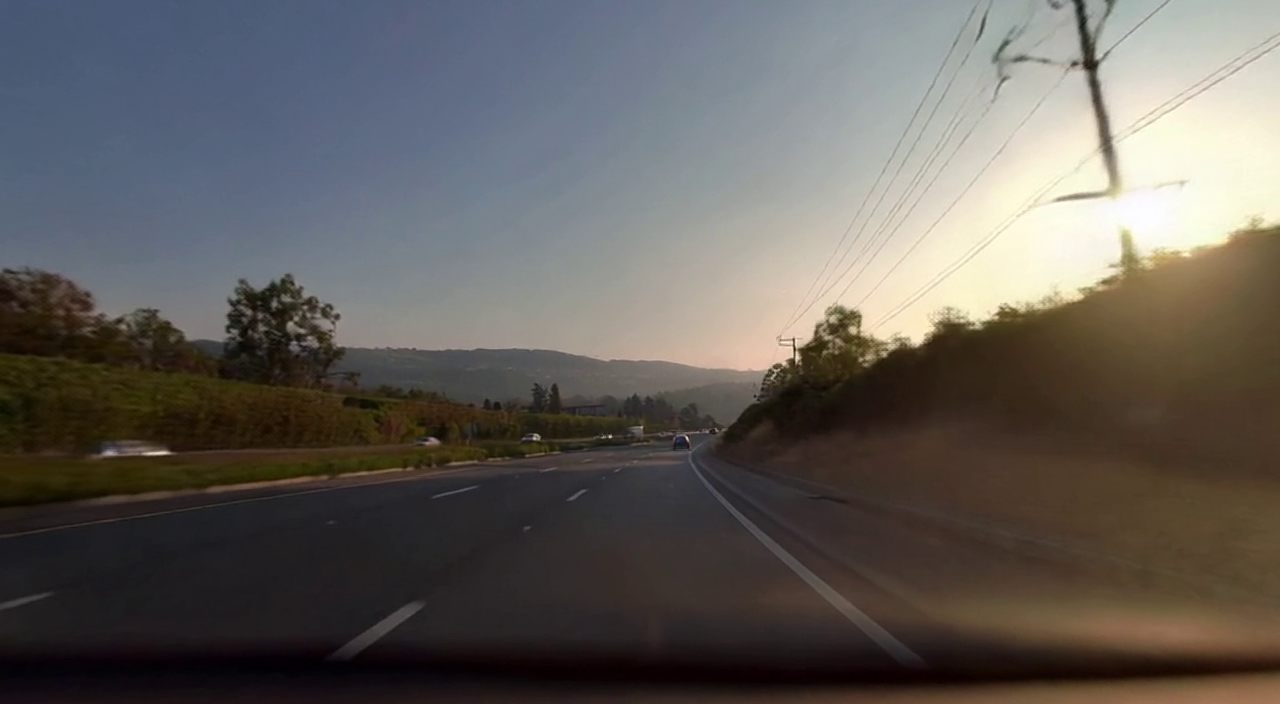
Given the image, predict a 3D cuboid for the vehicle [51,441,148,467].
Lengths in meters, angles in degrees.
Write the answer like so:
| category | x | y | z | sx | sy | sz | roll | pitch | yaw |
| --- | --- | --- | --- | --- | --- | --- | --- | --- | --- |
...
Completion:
| category | x | y | z | sx | sy | sz | roll | pitch | yaw |
| --- | --- | --- | --- | --- | --- | --- | --- | --- | --- |
| vehicle | -32.622 | 6.177 | 38.235 | 1.806 | 1.451 | 4.457 | 0 | -9 | 3 |
